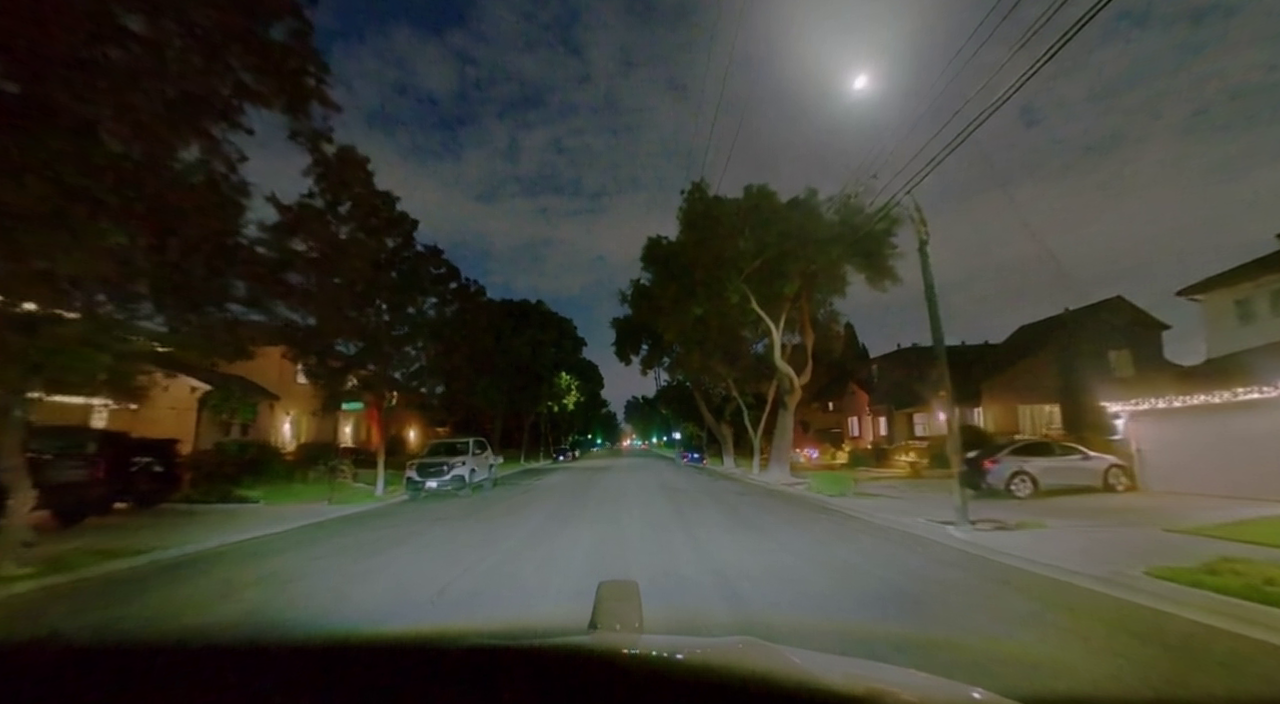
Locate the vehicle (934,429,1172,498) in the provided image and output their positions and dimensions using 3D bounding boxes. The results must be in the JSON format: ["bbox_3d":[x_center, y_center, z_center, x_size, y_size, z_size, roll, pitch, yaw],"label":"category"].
[{"bbox_3d":[9.986,2.711,15.547,4.497,1.564,1.948,0,-8,-2],"label":"vehicle"}]

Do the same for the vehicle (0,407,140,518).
[{"bbox_3d":[-12.249,2.007,11.387,2.006,1.925,5.163,-2,-9,4],"label":"vehicle"}]

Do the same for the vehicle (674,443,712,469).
[{"bbox_3d":[3.458,6.823,41.687,1.996,1.585,4.371,0,-8,-2],"label":"vehicle"}]

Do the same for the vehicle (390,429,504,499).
[{"bbox_3d":[-5.995,3.524,20.384,2.341,1.942,5.044,0,-8,-3],"label":"vehicle"}]
